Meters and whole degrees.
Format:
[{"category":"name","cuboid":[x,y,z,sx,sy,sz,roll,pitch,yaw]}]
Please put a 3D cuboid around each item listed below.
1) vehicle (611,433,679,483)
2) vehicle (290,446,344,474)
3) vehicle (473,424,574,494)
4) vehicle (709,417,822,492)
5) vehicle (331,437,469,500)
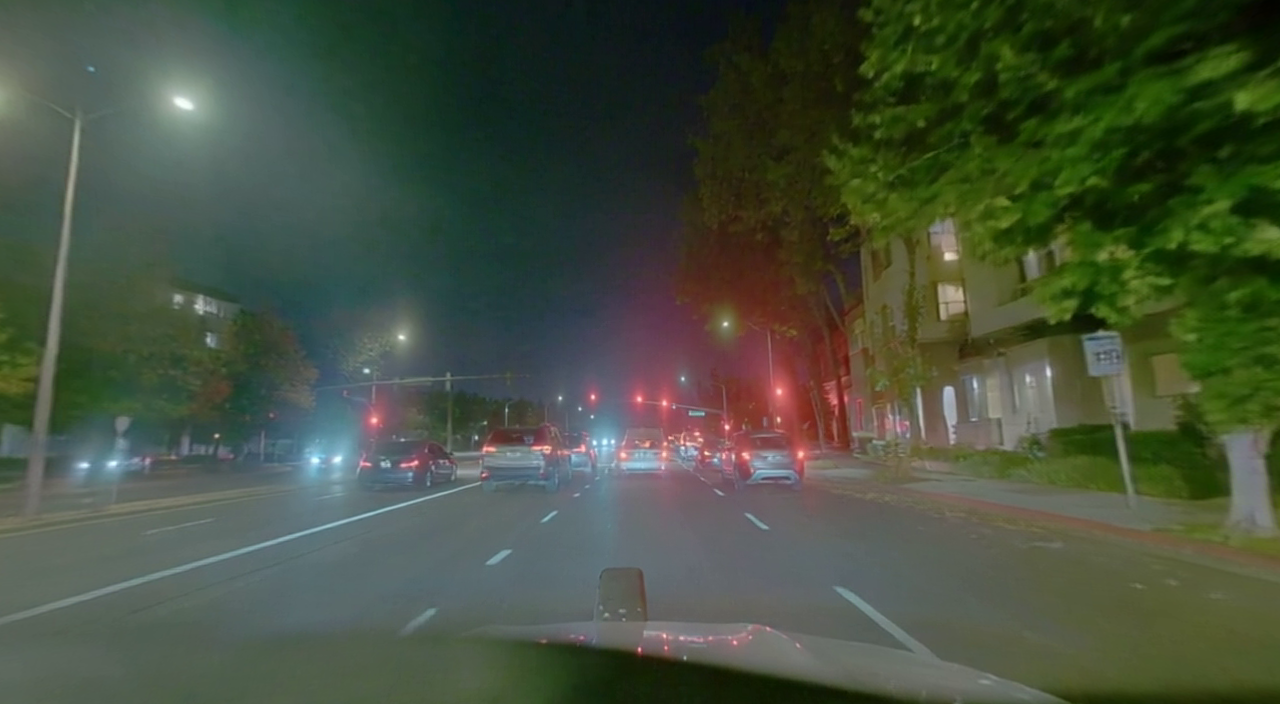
[{"category":"vehicle","cuboid":[0.132,3.433,20.616,2.021,1.461,3.862,0,-8,-1]},{"category":"vehicle","cuboid":[-22.396,7.457,43.762,2.219,1.786,5.705,3,-9,-17]},{"category":"vehicle","cuboid":[-3.065,2.939,17.537,1.912,1.703,4.261,0,-8,1]},{"category":"vehicle","cuboid":[3.359,2.890,17.945,2.141,1.833,4.704,0,-8,-2]},{"category":"vehicle","cuboid":[-6.358,3.122,17.314,1.926,1.465,4.620,0,-8,1]}]
